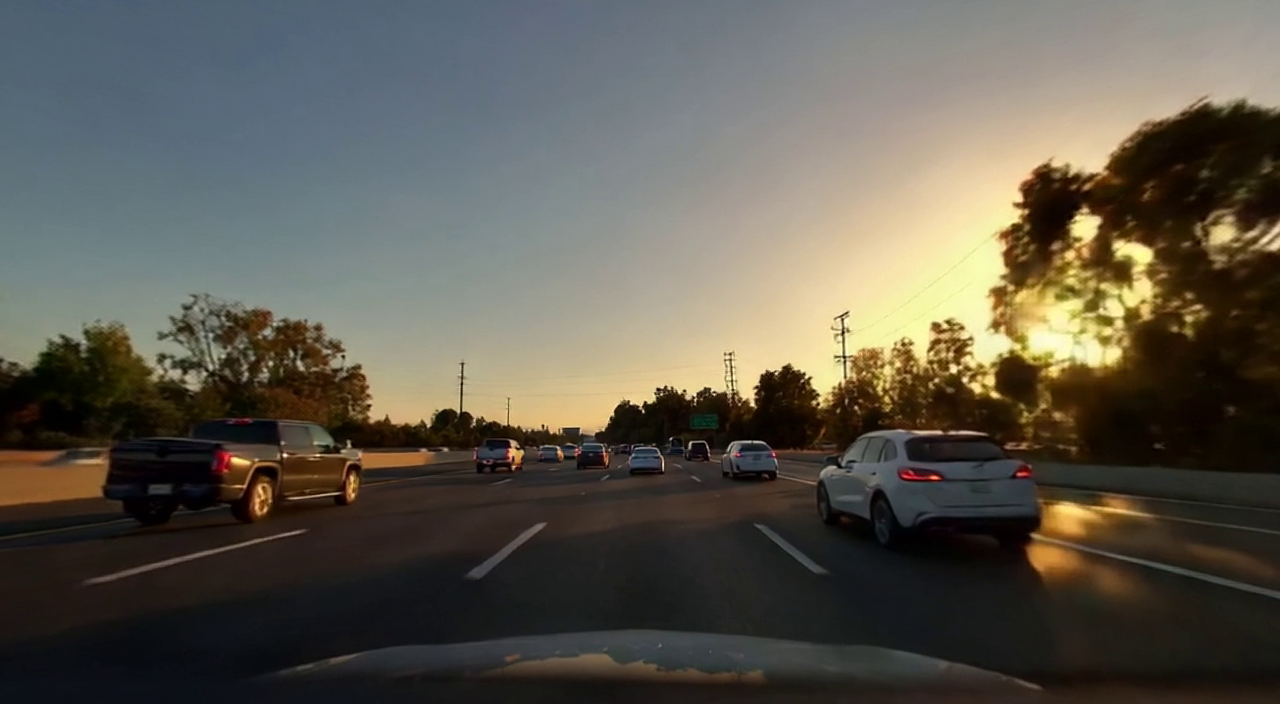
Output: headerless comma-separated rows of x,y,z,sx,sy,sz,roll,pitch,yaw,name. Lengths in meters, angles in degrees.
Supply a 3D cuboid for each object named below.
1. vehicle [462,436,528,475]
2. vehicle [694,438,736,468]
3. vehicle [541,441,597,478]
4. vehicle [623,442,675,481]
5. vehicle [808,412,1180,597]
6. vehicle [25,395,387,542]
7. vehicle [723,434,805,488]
-6.681,4.845,29.627,1.978,1.680,4.263,0,-9,1,vehicle
4.755,6.530,40.834,2.195,1.778,4.455,0,-8,0,vehicle
-3.056,4.721,27.923,1.904,1.479,4.274,0,-9,1,vehicle
0.357,4.444,25.945,1.966,1.444,3.986,0,-9,0,vehicle
3.665,1.657,7.714,2.051,1.595,4.301,0,-9,0,vehicle
-6.967,1.985,11.360,2.269,1.936,5.777,0,-9,2,vehicle
4.203,3.764,22.085,2.002,1.691,4.290,0,-9,0,vehicle
